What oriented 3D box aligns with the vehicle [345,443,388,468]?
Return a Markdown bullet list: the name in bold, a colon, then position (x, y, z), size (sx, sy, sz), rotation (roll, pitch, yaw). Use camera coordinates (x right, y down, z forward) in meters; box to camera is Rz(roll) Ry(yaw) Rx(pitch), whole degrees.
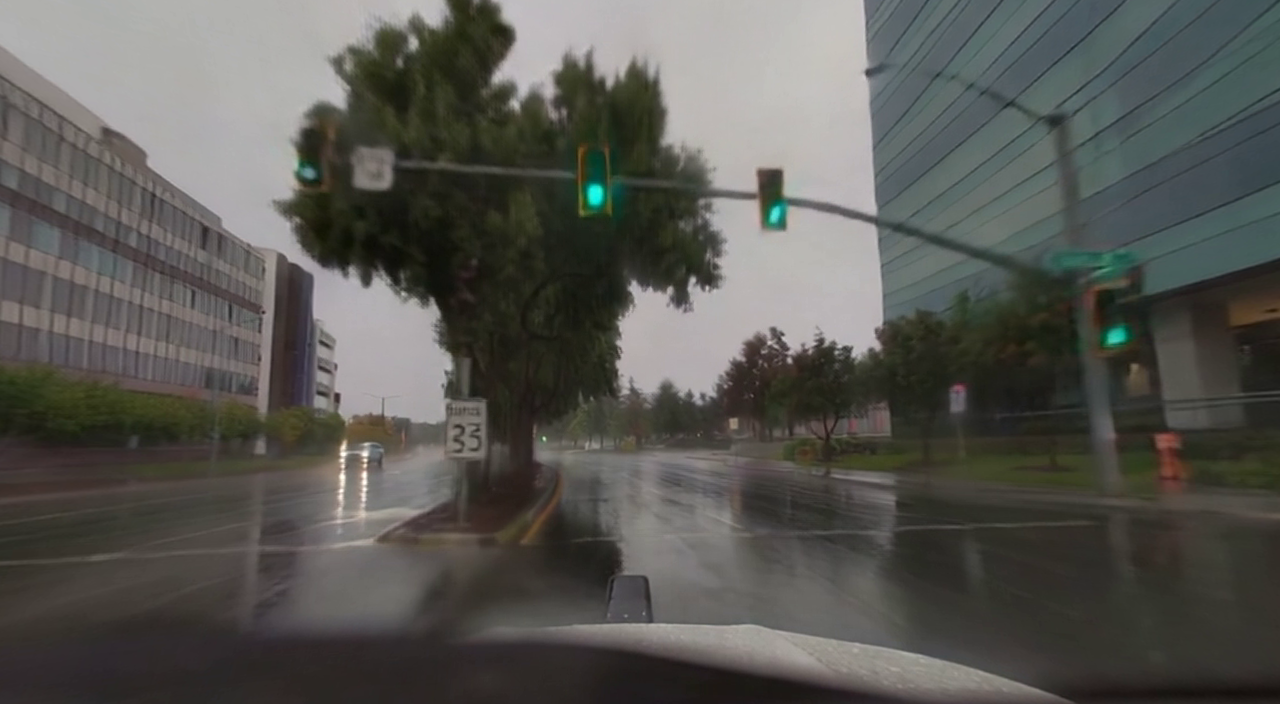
- **vehicle**: position (-21.079, 7.981, 48.724), size (2.091, 1.809, 4.550), rotation (2, -8, -12)
